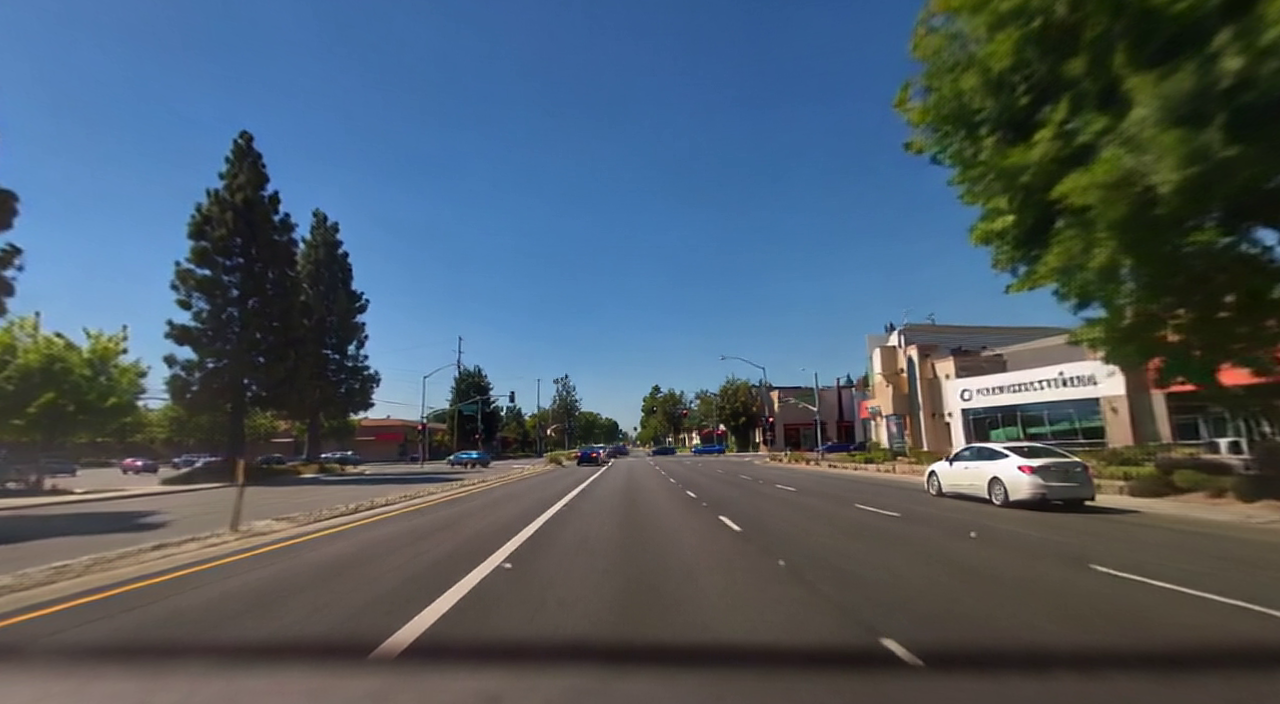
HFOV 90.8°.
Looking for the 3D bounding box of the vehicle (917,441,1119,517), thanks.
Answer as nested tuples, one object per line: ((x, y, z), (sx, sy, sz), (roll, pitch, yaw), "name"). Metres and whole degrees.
((8.340, 2.799, 14.516), (1.936, 1.460, 4.258), (0, -8, -1), "vehicle")
